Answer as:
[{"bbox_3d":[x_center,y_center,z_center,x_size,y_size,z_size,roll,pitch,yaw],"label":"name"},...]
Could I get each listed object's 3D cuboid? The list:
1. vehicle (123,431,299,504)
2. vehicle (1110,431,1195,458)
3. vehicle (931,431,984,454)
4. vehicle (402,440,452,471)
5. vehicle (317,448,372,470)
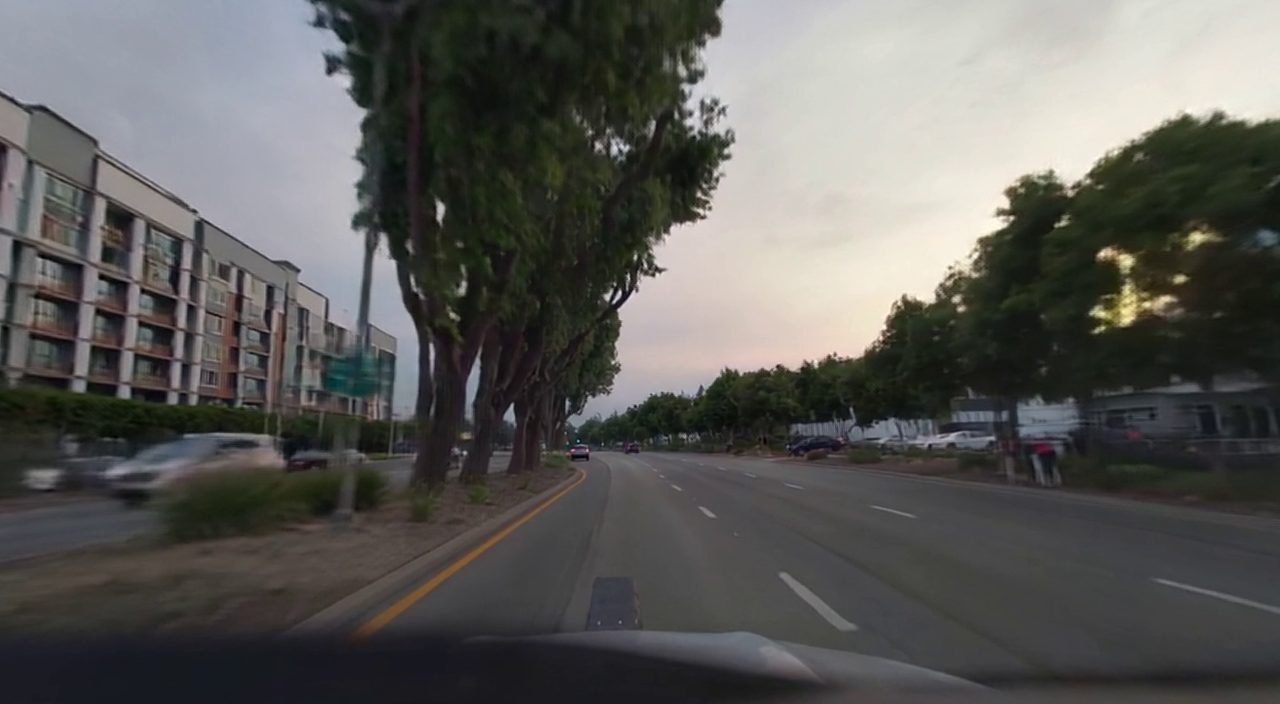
[{"bbox_3d":[-12.323,3.323,18.662,1.816,1.843,4.863,0,-9,-1],"label":"vehicle"},{"bbox_3d":[31.170,5.627,38.430,4.313,1.549,1.851,3,-9,-18],"label":"vehicle"},{"bbox_3d":[23.561,6.725,46.740,2.219,1.587,5.047,-8,-11,41],"label":"vehicle"},{"bbox_3d":[-13.647,6.635,40.679,1.927,1.828,4.112,0,-9,-2],"label":"vehicle"},{"bbox_3d":[-21.823,7.903,46.862,2.155,1.542,4.584,1,-9,-5],"label":"vehicle"}]
